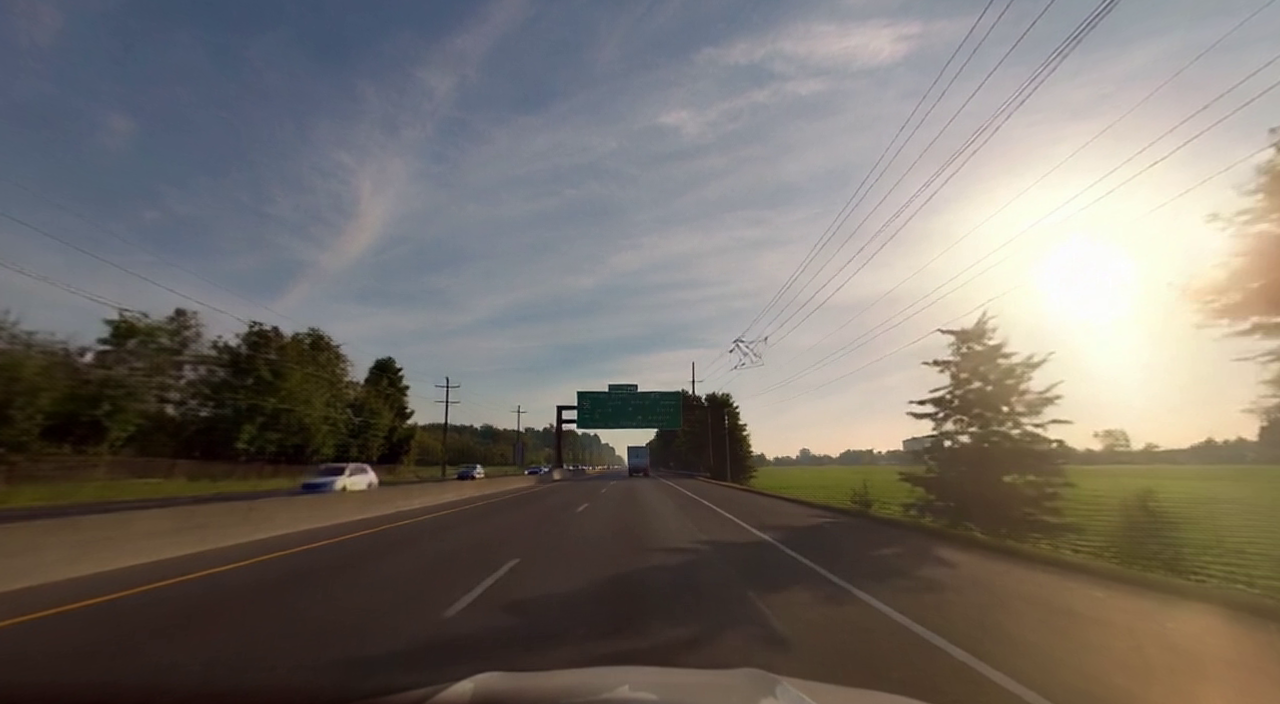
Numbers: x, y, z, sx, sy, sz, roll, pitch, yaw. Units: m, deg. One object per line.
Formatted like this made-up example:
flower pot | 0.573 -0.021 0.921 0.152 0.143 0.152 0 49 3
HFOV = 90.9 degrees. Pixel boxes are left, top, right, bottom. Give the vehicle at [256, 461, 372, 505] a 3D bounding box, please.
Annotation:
vehicle | -12.096 4.880 23.761 1.988 1.451 4.442 1 -10 -1
